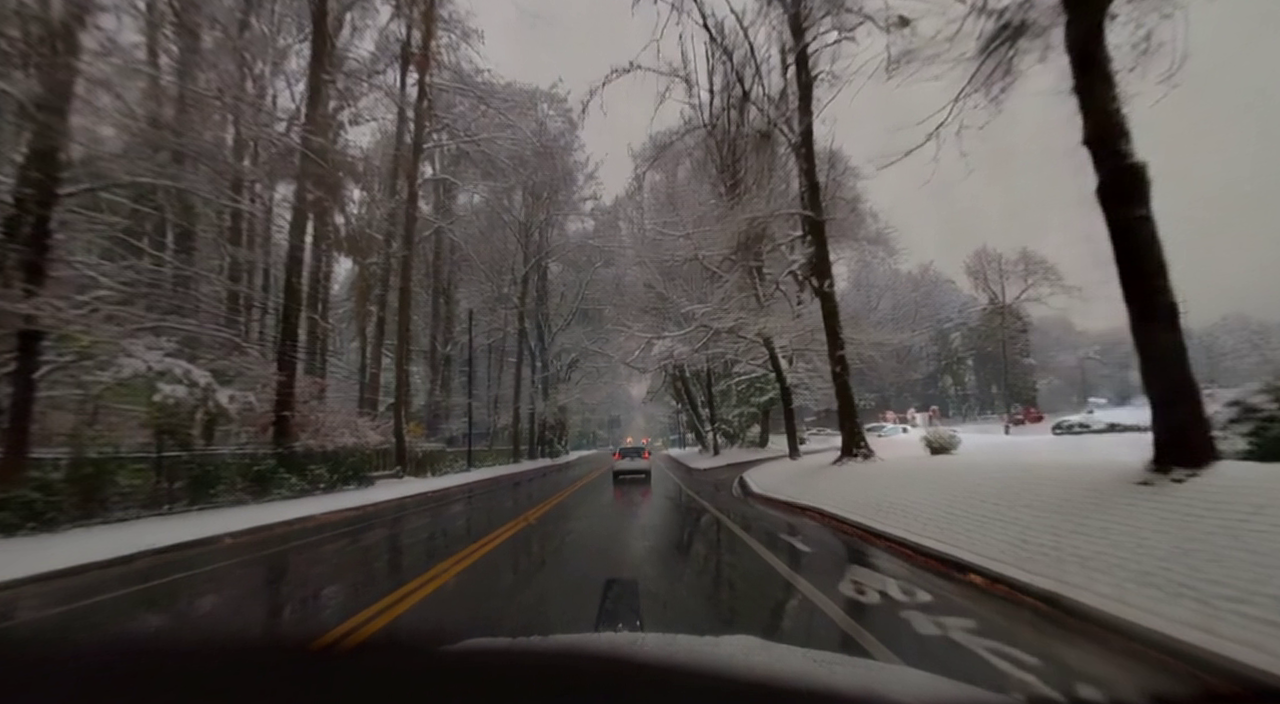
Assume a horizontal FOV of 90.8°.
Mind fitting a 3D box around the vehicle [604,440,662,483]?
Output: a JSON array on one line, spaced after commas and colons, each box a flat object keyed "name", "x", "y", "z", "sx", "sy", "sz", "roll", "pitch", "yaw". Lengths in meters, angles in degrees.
[{"name": "vehicle", "x": -0.289, "y": 4.453, "z": 26.026, "sx": 2.152, "sy": 1.574, "sz": 4.223, "roll": -1, "pitch": -8, "yaw": -1}]
